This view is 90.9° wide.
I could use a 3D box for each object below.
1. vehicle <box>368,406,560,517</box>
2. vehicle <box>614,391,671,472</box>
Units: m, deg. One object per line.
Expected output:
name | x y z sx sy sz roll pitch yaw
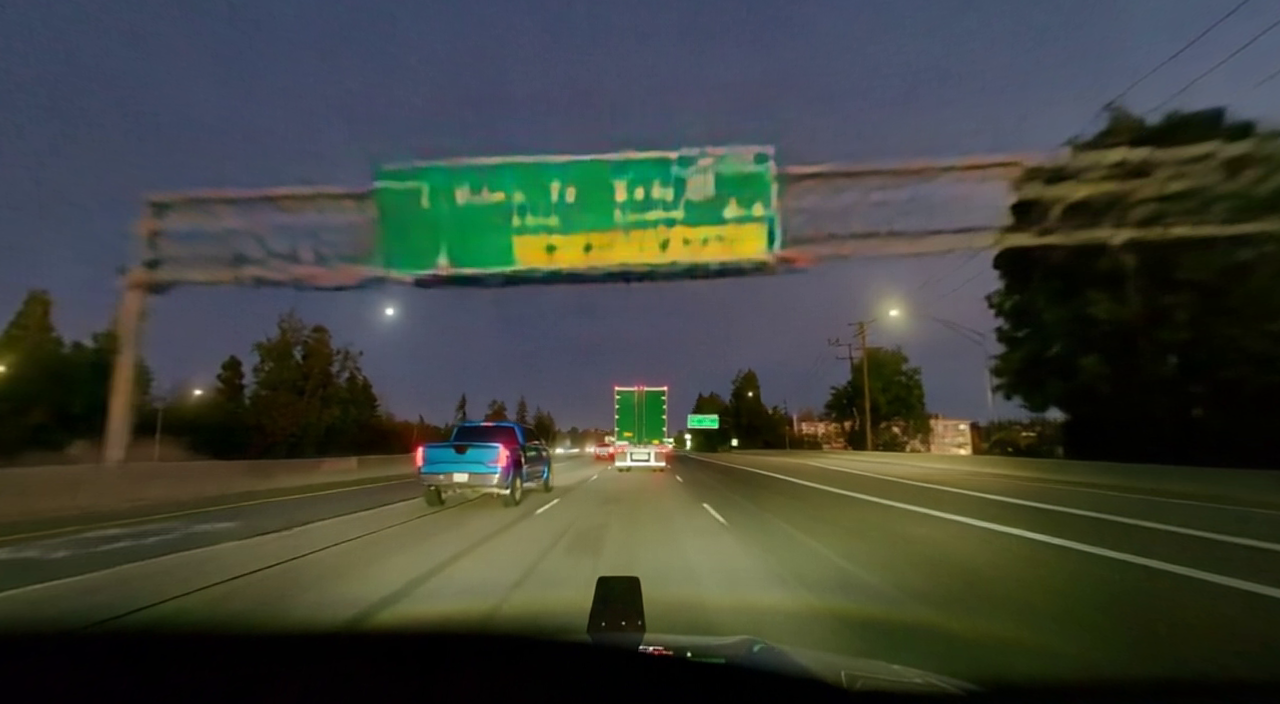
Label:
vehicle | -3.832 2.600 15.577 2.749 2.141 6.515 0 -8 1
vehicle | 0.204 4.943 38.368 2.879 4.085 13.125 0 -8 1
